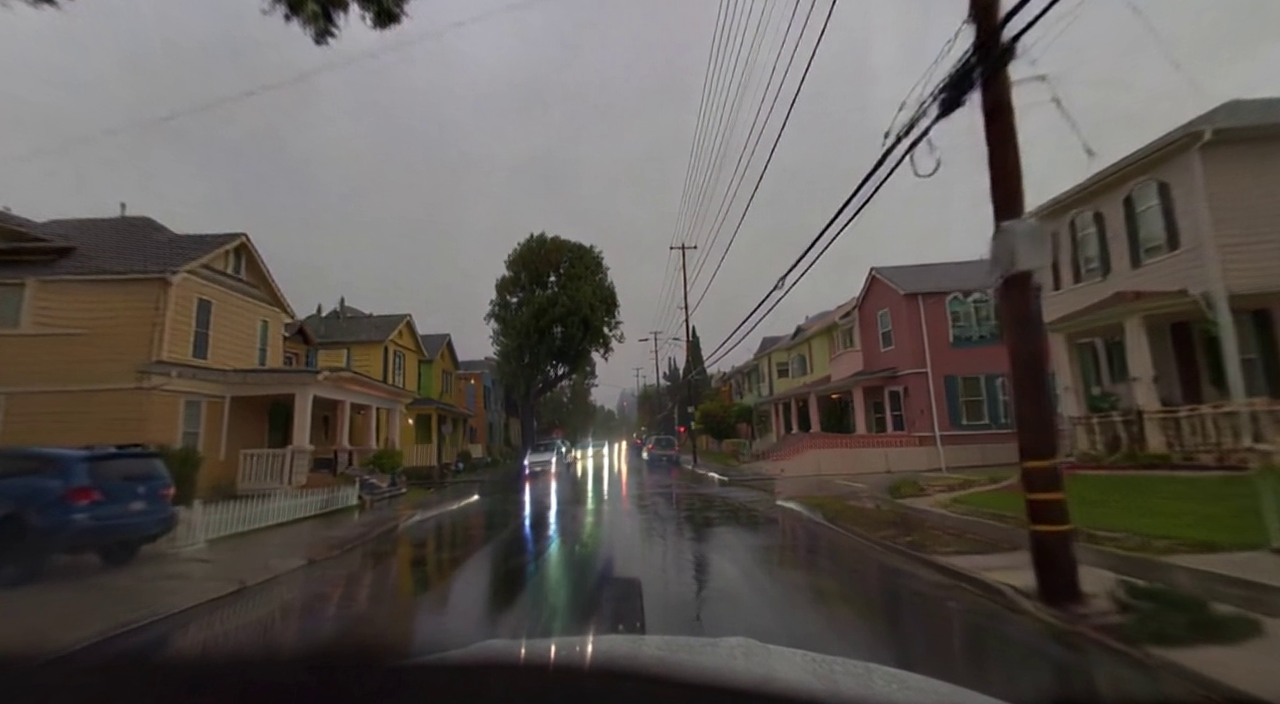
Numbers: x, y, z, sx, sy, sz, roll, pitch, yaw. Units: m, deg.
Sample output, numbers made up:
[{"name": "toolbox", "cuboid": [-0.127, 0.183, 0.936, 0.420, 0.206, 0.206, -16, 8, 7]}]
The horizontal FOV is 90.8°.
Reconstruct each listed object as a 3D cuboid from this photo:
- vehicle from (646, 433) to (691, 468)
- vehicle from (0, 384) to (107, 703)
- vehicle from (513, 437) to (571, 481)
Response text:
[{"name": "vehicle", "cuboid": [1.608, 5.740, 37.140, 2.129, 1.873, 4.471, -1, -7, -4]}, {"name": "vehicle", "cuboid": [-3.310, 0.834, 0.224, 2.204, 1.655, 4.813, -8, -7, -2]}, {"name": "vehicle", "cuboid": [-4.519, 4.962, 29.759, 2.082, 1.759, 4.541, -2, -7, -2]}]
